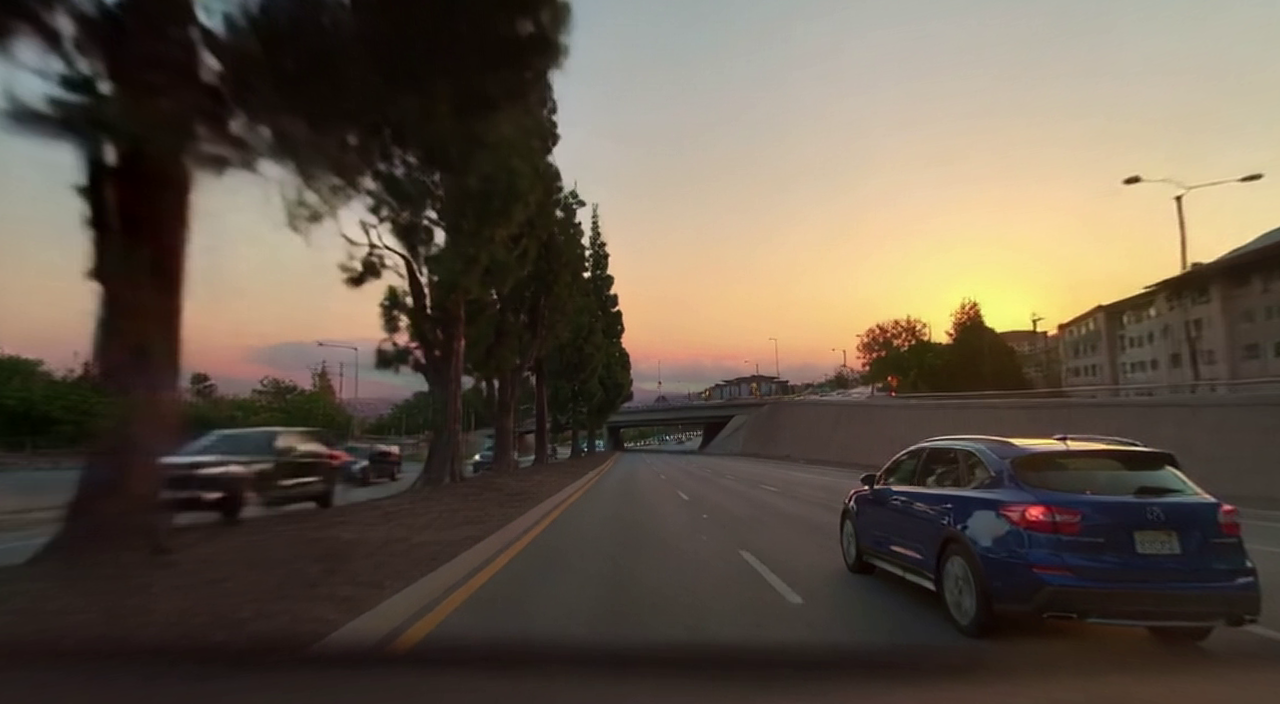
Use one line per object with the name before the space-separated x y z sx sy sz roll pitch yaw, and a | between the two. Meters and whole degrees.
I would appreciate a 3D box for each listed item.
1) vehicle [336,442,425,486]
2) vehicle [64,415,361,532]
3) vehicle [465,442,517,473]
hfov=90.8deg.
vehicle | -11.870 5.108 29.295 2.123 1.769 4.886 -2 -8 -1
vehicle | -8.587 2.509 13.736 2.312 1.970 5.878 0 -9 0
vehicle | -8.673 6.190 37.238 2.017 1.666 4.293 0 -9 0
